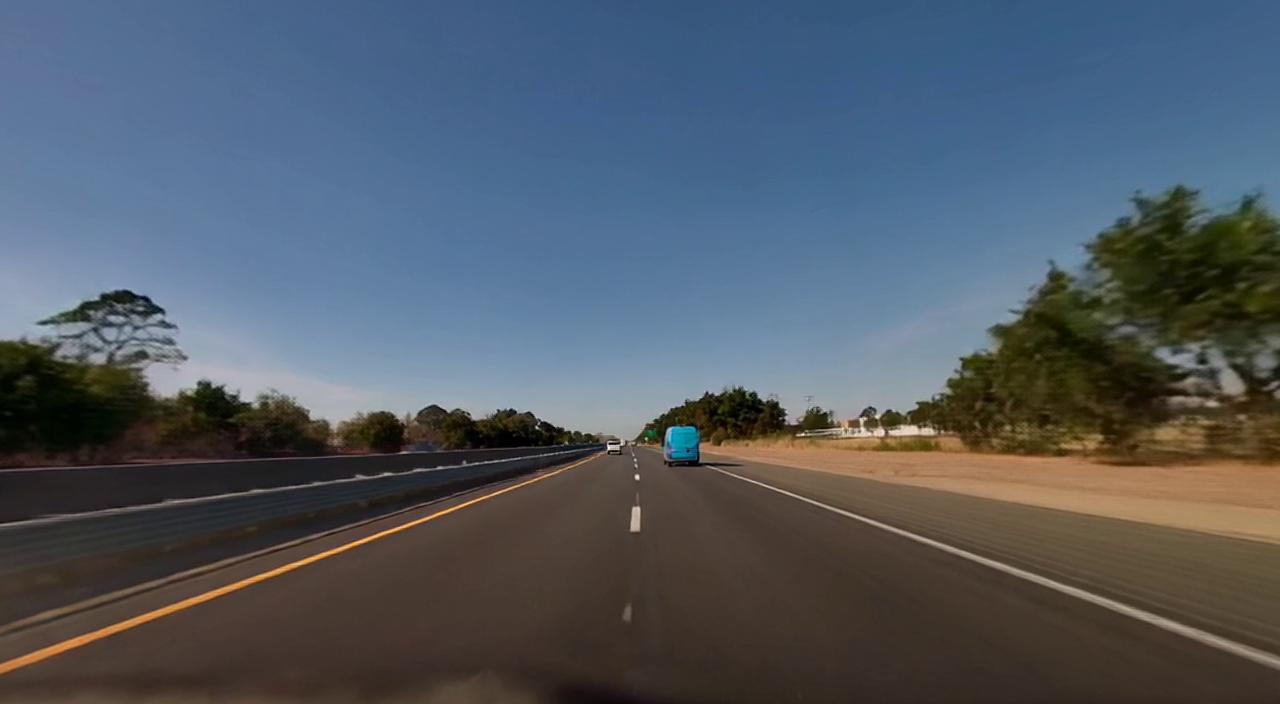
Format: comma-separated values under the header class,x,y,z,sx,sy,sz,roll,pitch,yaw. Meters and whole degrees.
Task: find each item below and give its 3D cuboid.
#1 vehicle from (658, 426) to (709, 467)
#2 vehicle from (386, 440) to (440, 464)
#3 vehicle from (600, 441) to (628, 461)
class,x,y,z,sx,sy,sz,roll,pitch,yaw
vehicle,2.284,5.104,34.219,2.269,2.048,4.679,0,-8,-2
vehicle,-14.850,6.533,41.444,1.972,1.472,4.536,-1,-8,-1
vehicle,-2.007,7.718,49.165,2.005,1.466,3.739,-1,-8,-1
